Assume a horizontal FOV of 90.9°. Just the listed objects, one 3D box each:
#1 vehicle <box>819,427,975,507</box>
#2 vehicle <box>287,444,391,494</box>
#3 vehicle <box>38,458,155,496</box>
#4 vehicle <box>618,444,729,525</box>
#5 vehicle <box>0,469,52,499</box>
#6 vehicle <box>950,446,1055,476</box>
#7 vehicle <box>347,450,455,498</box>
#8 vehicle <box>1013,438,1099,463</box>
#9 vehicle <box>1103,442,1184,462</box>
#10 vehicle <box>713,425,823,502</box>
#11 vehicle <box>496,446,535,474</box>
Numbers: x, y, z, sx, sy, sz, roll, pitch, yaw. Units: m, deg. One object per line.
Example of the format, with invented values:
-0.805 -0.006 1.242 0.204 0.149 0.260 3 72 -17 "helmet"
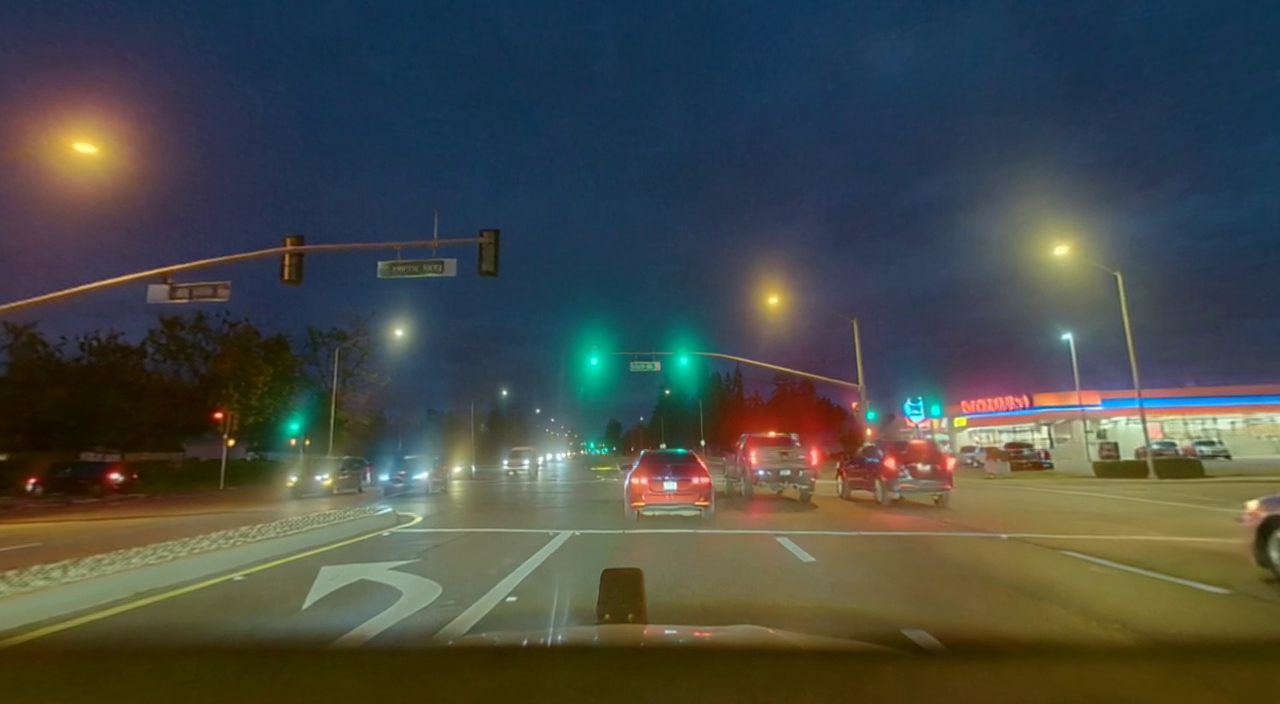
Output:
7.300 3.315 18.735 2.323 2.009 5.266 0 -8 -1 "vehicle"
-12.200 4.718 25.935 1.991 1.844 4.393 0 -8 1 "vehicle"
-29.046 6.644 33.743 4.789 1.828 2.025 -2 -9 11 "vehicle"
0.569 2.713 13.503 2.038 1.447 3.756 0 -8 -2 "vehicle"
-35.191 7.241 34.721 4.240 1.437 1.770 -2 -9 10 "vehicle"
18.502 5.591 32.337 4.227 1.460 1.777 0 -8 2 "vehicle"
-8.152 4.173 21.994 2.002 1.469 4.301 0 -8 1 "vehicle"
31.423 7.450 47.751 4.885 1.883 2.107 0 -8 1 "vehicle"
36.364 7.234 45.636 4.230 1.449 1.782 0 -8 1 "vehicle"
3.871 3.500 20.290 2.358 2.116 5.328 0 -8 -1 "vehicle"
-8.349 7.258 42.724 1.904 1.789 4.021 0 -8 -1 "vehicle"
